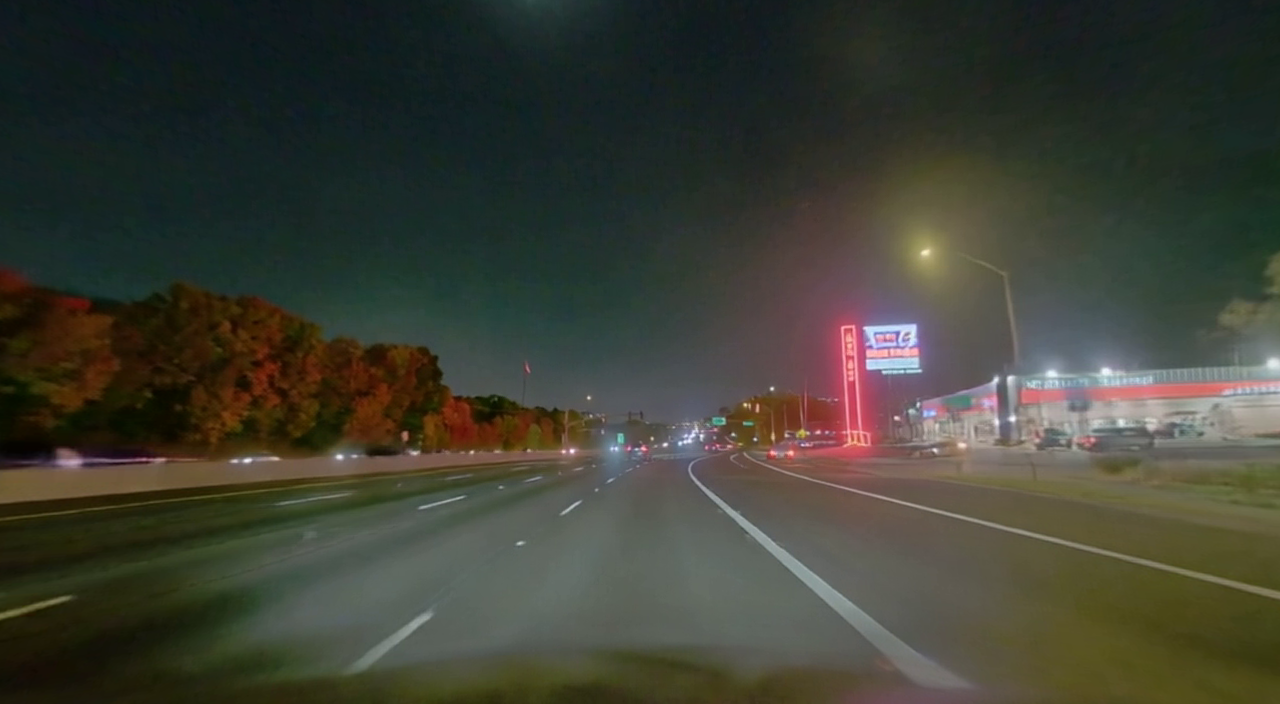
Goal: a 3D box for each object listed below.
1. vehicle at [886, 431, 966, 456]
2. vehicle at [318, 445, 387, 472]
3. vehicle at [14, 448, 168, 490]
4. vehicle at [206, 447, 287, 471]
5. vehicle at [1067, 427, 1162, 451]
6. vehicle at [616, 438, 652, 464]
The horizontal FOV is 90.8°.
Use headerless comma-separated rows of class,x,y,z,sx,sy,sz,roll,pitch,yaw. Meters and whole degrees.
vehicle,18.977,6.101,42.148,4.577,1.460,1.937,-6,-9,20
vehicle,-17.043,6.314,37.721,1.816,1.447,4.245,-1,-8,5
vehicle,-21.695,4.606,25.266,1.879,1.464,4.566,0,-8,4
vehicle,-25.815,7.023,41.704,1.885,1.469,4.788,-1,-8,7
vehicle,31.274,5.777,41.802,4.650,1.484,1.920,-5,-10,28
vehicle,-0.399,7.260,46.467,2.139,1.782,4.079,-1,-8,7
